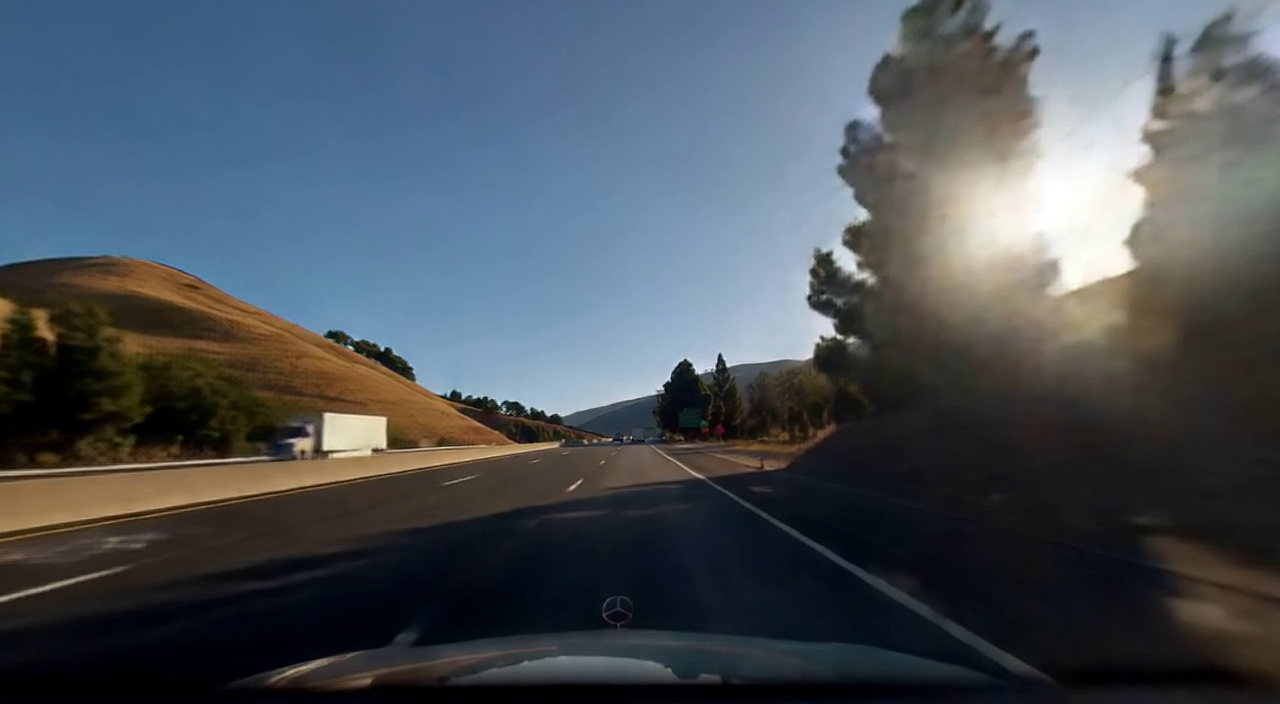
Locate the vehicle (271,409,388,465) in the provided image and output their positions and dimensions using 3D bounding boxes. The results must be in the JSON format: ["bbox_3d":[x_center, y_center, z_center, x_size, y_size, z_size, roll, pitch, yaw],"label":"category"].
[{"bbox_3d":[-23.396,6.563,48.509,3.093,3.762,12.209,0,-8,-2],"label":"vehicle"}]
